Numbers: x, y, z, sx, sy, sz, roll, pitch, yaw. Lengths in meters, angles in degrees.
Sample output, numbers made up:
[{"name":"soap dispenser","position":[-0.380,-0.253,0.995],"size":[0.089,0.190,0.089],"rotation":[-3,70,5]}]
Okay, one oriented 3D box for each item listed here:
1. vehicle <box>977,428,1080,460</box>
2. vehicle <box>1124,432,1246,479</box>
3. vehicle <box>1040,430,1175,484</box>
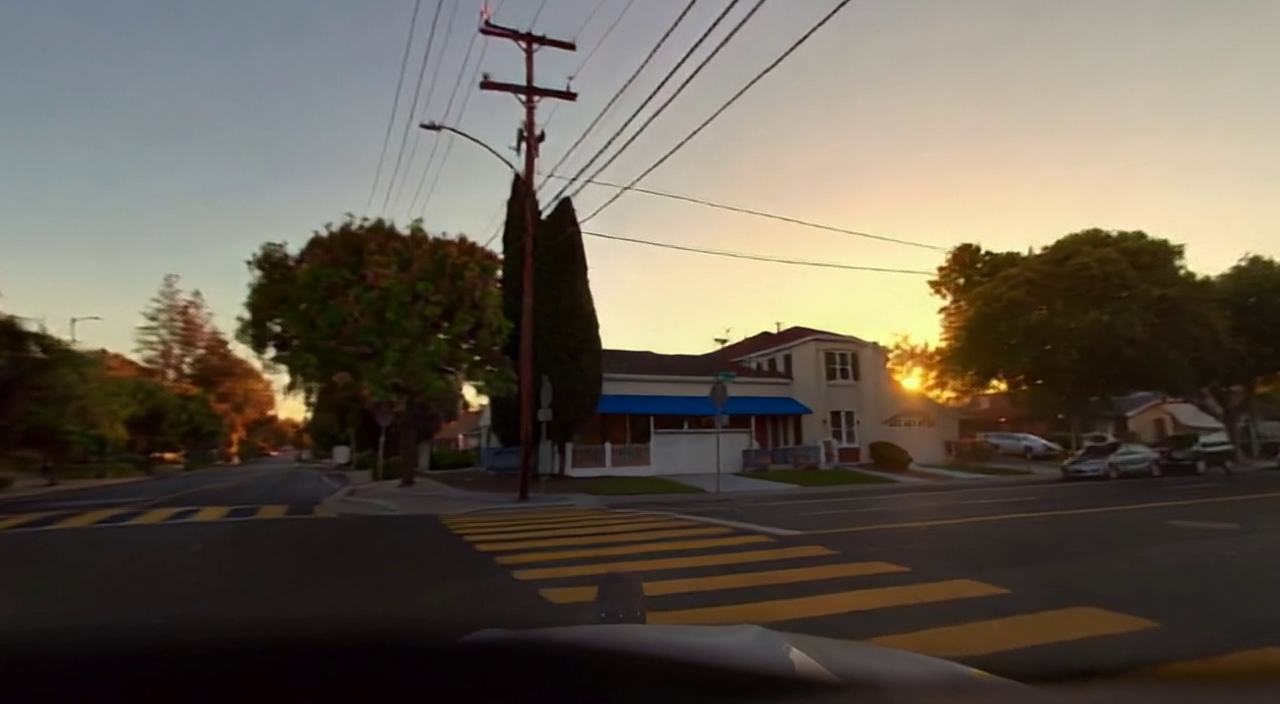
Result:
[{"name":"vehicle","position":[22.046,5.247,36.080],"size":[2.033,1.725,4.492],"rotation":[5,-9,-30]},{"name":"vehicle","position":[21.863,4.136,25.354],"size":[4.318,1.723,1.913],"rotation":[4,-9,-24]},{"name":"vehicle","position":[17.146,3.816,23.149],"size":[4.509,1.775,1.975],"rotation":[5,-9,-26]}]
